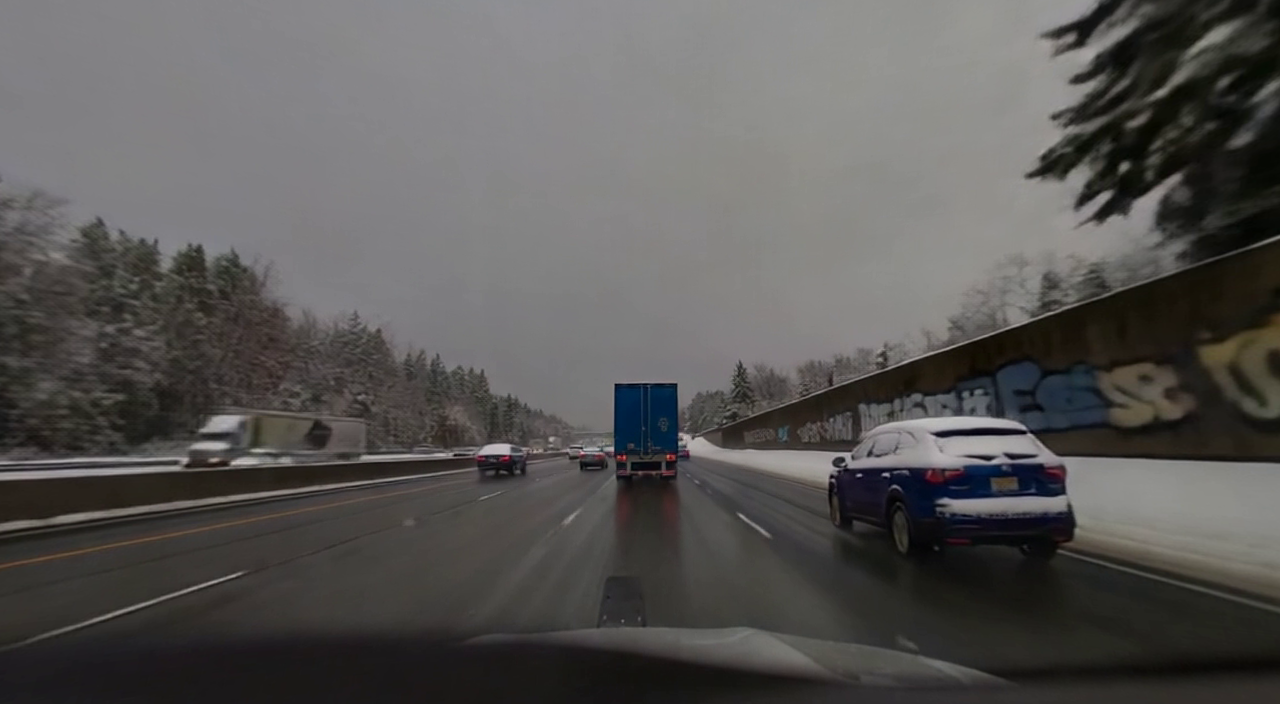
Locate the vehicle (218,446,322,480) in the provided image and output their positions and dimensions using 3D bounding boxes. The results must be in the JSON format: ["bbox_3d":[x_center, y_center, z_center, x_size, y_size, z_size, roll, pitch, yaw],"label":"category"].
[{"bbox_3d":[-18.493,5.570,31.842,2.062,1.554,5.036,-1,-9,3],"label":"vehicle"}]

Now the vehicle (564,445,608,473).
[{"bbox_3d":[-3.031,6.071,35.915,2.020,1.505,4.171,0,-9,2],"label":"vehicle"}]

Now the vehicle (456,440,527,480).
[{"bbox_3d":[-6.416,4.729,27.694,2.005,1.607,4.042,0,-9,2],"label":"vehicle"}]

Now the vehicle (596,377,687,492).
[{"bbox_3d":[0.087,3.394,25.152,2.915,3.661,9.741,0,-9,0],"label":"vehicle"}]

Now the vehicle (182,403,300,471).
[{"bbox_3d":[-24.238,5.290,38.752,2.998,3.835,5.934,-1,-9,2],"label":"vehicle"}]

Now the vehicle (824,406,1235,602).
[{"bbox_3d":[4.035,1.667,7.739,2.205,1.689,4.403,0,-9,0],"label":"vehicle"}]
